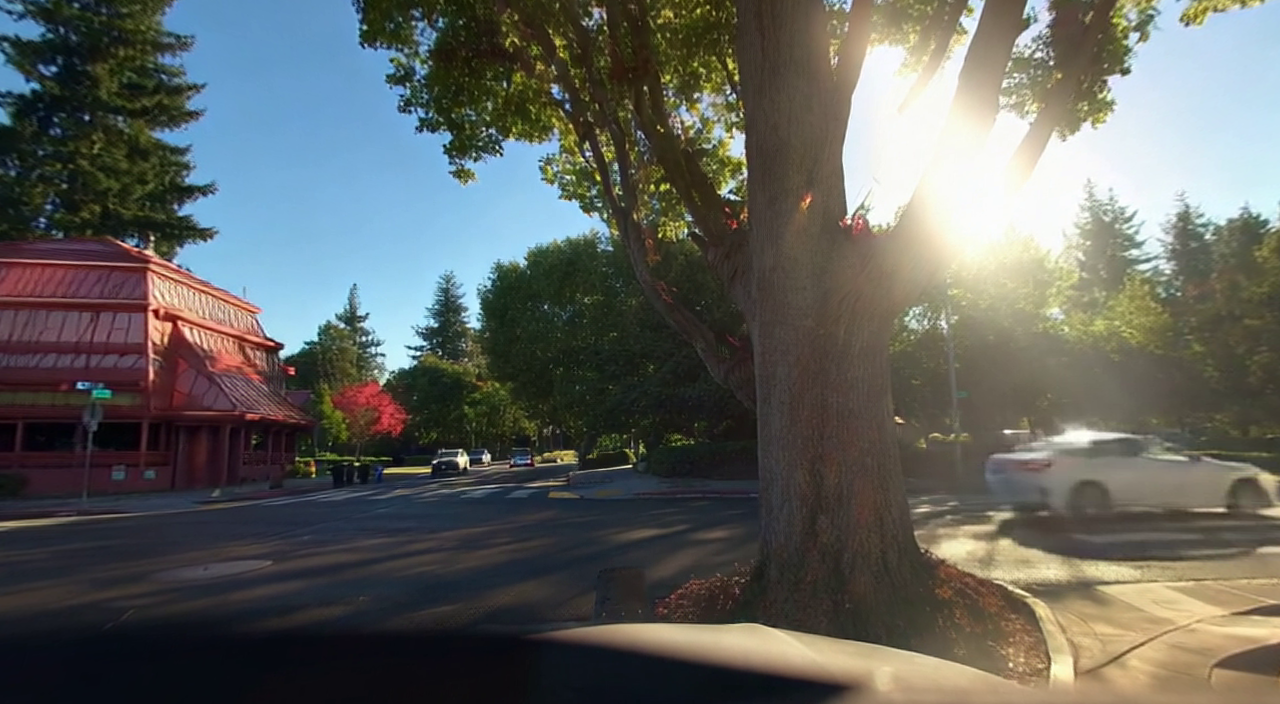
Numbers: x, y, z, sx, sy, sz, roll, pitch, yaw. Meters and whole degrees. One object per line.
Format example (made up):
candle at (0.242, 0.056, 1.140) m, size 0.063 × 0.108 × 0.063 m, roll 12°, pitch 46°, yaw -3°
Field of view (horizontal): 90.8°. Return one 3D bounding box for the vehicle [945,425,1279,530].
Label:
vehicle at (7.707, 1.963, 10.259) m, size 4.426 × 1.451 × 2.124 m, roll 1°, pitch -9°, yaw -7°
